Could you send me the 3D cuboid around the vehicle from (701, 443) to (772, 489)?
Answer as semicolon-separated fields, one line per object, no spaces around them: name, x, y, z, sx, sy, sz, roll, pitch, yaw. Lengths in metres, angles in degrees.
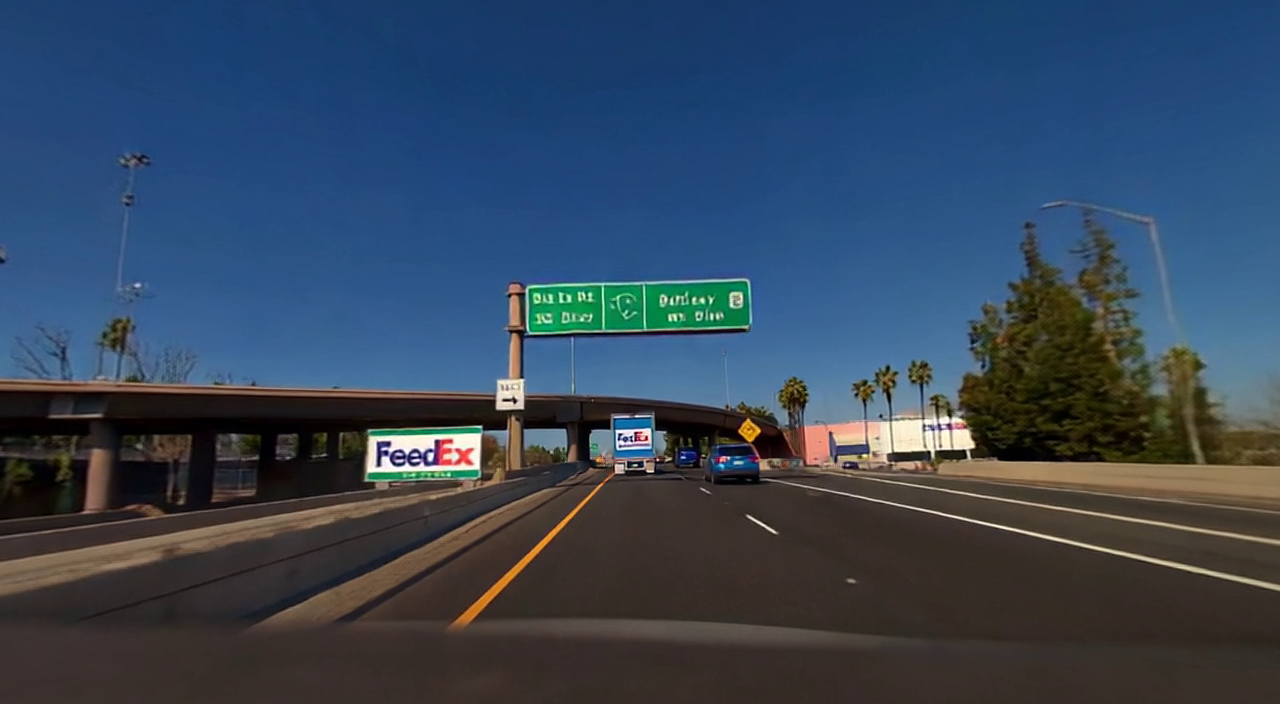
vehicle;3.594;4.314;24.144;1.966;1.558;4.238;0;-9;-1

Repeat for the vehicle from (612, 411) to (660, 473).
vehicle;-0.398;6.945;48.355;3.243;4.134;11.656;0;-9;-1
